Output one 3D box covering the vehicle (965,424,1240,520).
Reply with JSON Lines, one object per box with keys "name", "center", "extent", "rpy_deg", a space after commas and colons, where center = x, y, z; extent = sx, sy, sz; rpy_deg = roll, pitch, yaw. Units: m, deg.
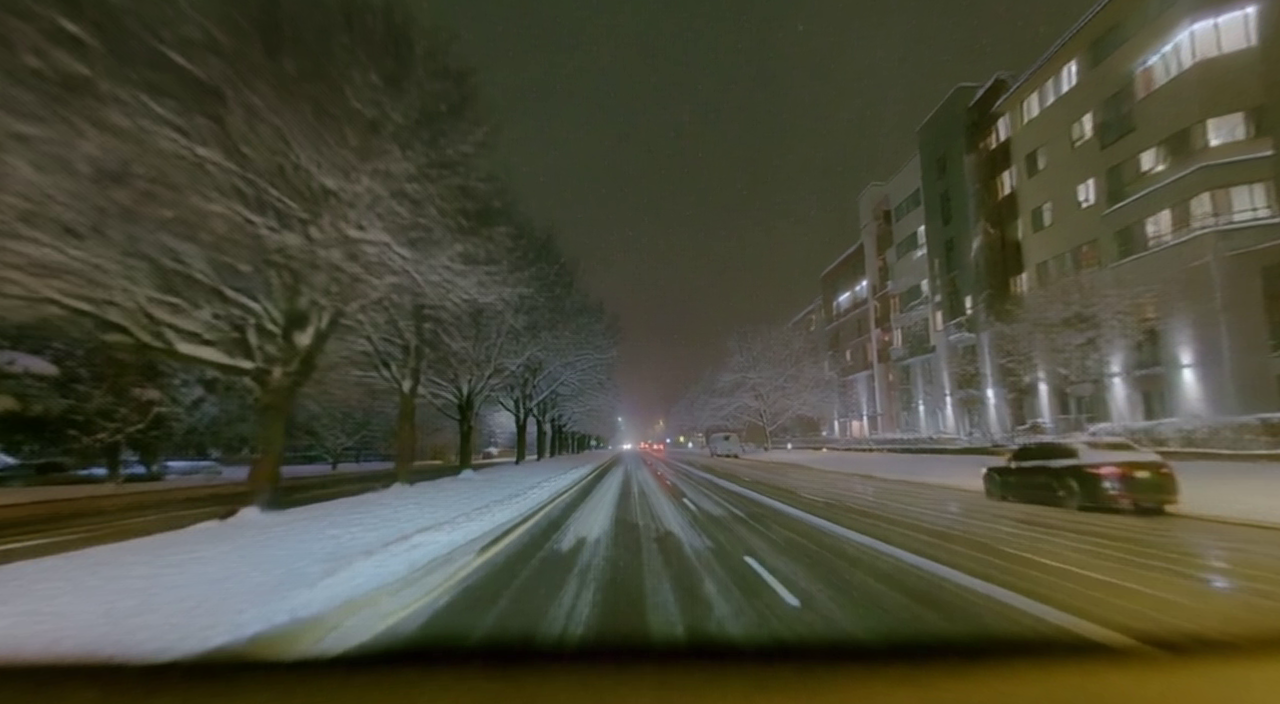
{"name": "vehicle", "center": [9.782, 2.571, 14.105], "extent": [2.065, 1.732, 5.036], "rpy_deg": [1, -9, -4]}
